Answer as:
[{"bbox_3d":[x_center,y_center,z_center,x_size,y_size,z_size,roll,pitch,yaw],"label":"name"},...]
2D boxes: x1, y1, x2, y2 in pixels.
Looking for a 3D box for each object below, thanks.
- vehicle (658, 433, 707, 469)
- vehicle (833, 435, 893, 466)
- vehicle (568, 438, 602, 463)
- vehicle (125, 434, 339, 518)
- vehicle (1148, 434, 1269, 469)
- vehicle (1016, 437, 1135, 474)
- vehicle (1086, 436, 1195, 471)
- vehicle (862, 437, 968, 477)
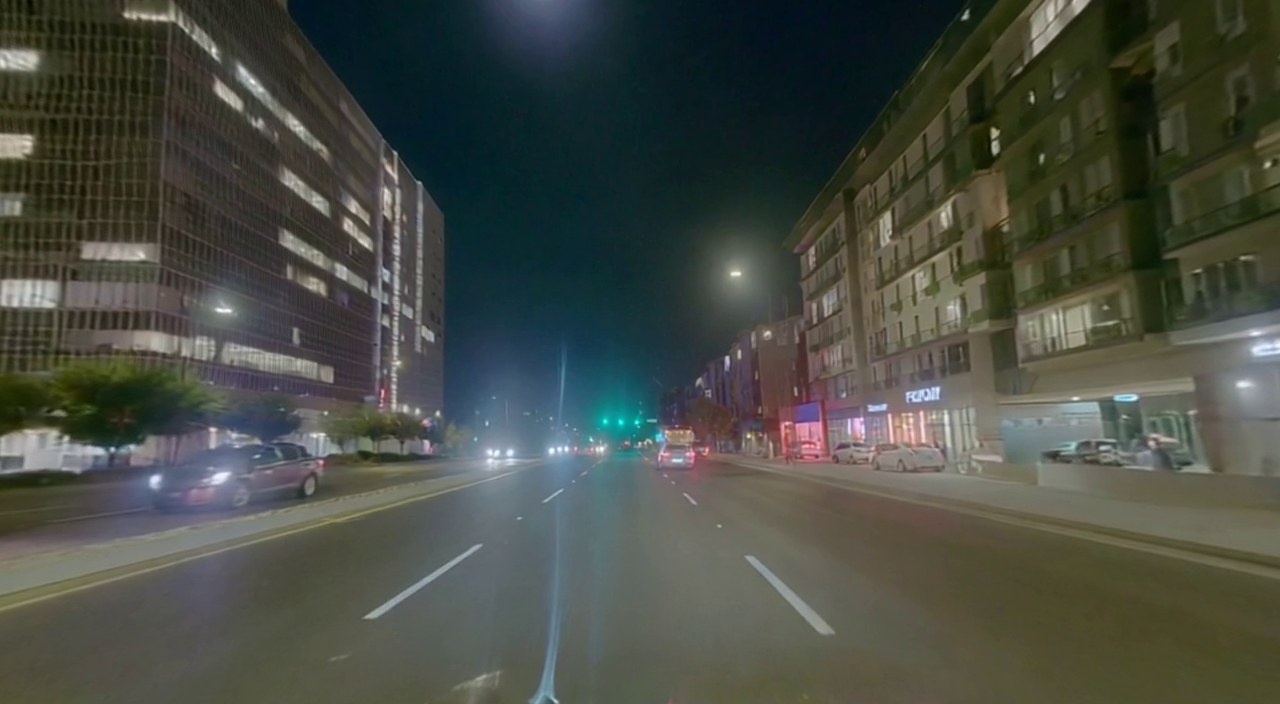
[{"bbox_3d":[2.197,5.352,34.327,2.130,1.787,5.126,0,-8,-2],"label":"vehicle"},{"bbox_3d":[13.950,6.192,39.917,2.019,1.819,4.909,0,-9,0],"label":"vehicle"},{"bbox_3d":[-3.752,6.809,43.822,2.046,1.617,4.601,0,-8,-2],"label":"vehicle"},{"bbox_3d":[-8.821,2.674,14.266,1.969,1.489,4.522,-2,-8,-2],"label":"vehicle"},{"bbox_3d":[27.197,4.731,30.436,1.989,1.470,4.105,-3,-8,0],"label":"vehicle"},{"bbox_3d":[20.077,4.787,29.442,2.013,1.548,4.579,1,-8,-5],"label":"vehicle"},{"bbox_3d":[23.674,4.809,30.125,1.950,1.495,4.161,-1,-8,4],"label":"vehicle"},{"bbox_3d":[11.816,4.499,27.549,1.954,1.483,4.742,-2,-7,-7],"label":"vehicle"}]
